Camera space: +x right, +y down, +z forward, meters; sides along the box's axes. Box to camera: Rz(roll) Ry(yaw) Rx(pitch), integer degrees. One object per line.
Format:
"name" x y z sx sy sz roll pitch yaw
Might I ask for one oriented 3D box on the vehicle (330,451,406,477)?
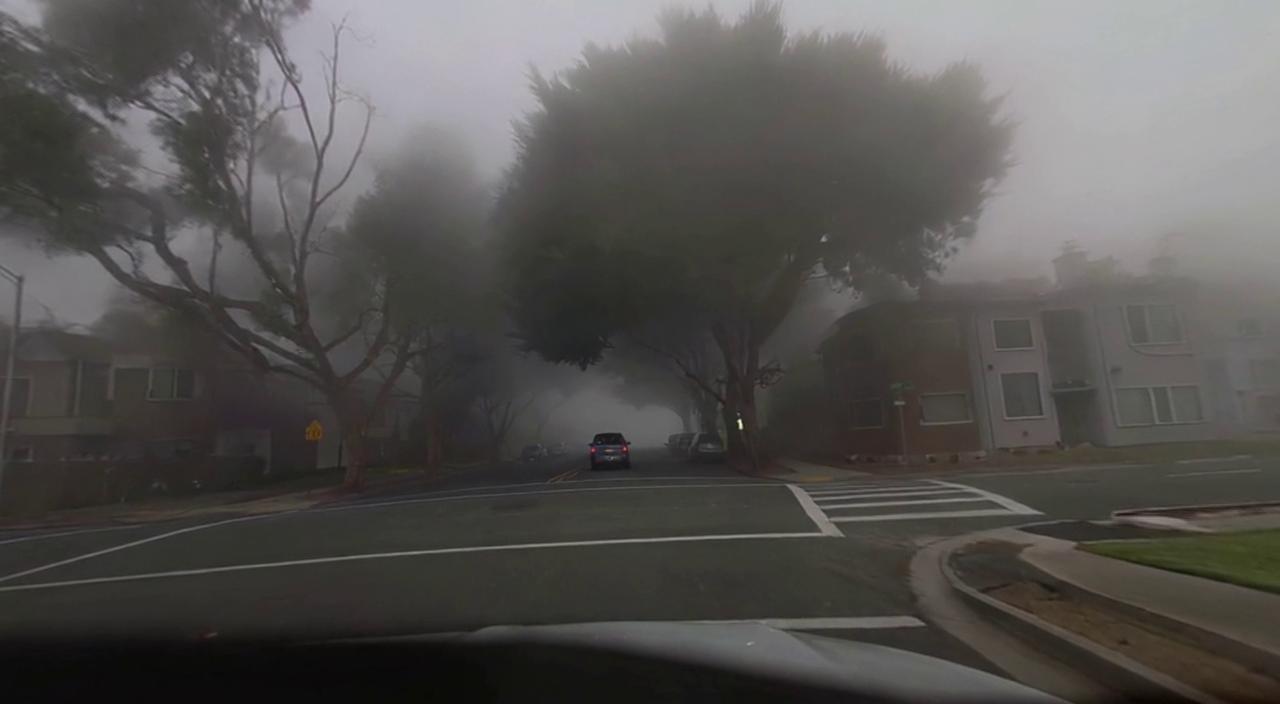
"vehicle" -16.938 6.971 39.364 3.806 1.501 1.892 0 -9 1

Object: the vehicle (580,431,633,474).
"vehicle" -1.380 4.428 27.994 2.172 1.722 4.201 0 -8 0

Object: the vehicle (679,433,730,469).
"vehicle" 3.099 4.860 31.074 1.987 1.608 3.883 0 -8 -2
